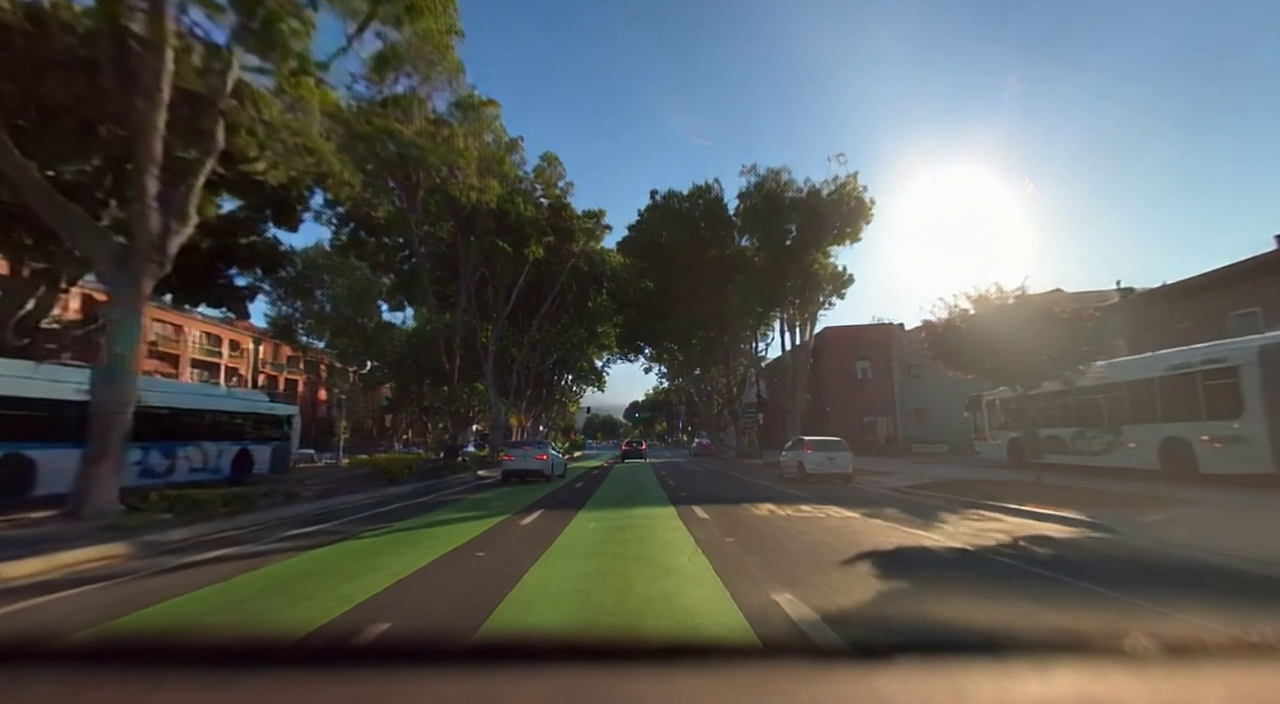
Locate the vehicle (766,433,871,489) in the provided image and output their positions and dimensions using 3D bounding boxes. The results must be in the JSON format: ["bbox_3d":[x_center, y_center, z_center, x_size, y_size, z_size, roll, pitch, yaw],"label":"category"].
[{"bbox_3d":[6.352,3.954,23.340,2.206,1.803,5.753,0,-9,0],"label":"vehicle"}]

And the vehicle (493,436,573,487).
[{"bbox_3d":[-3.505,3.679,21.547,1.934,1.522,4.287,0,-9,1],"label":"vehicle"}]

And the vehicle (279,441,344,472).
[{"bbox_3d":[-21.894,6.966,42.392,1.947,1.857,4.851,-1,-9,-3],"label":"vehicle"}]

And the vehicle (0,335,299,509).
[{"bbox_3d":[-15.597,2.303,18.956,3.303,3.710,13.912,0,-9,-1],"label":"vehicle"}]

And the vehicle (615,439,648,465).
[{"bbox_3d":[-0.513,6.270,39.807,1.999,1.520,3.896,0,-9,0],"label":"vehicle"}]

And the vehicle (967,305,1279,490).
[{"bbox_3d":[17.712,2.010,22.489,3.225,4.571,16.558,-3,-8,0],"label":"vehicle"}]
